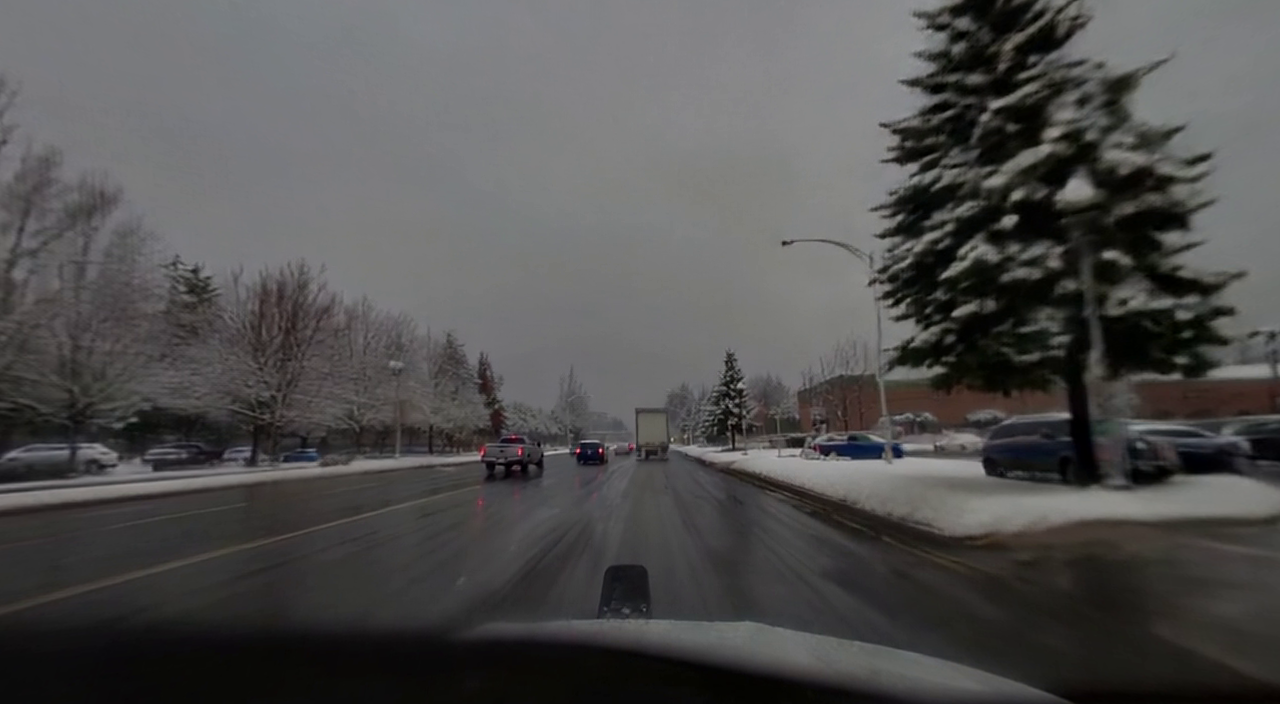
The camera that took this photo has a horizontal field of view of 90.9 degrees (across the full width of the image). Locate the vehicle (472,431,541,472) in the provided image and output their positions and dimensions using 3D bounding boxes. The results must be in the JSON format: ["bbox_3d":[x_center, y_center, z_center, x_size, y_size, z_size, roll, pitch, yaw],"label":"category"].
[{"bbox_3d":[-6.632,5.043,32.013,2.149,1.893,5.187,-1,-8,2],"label":"vehicle"}]

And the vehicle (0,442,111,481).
[{"bbox_3d":[-34.070,6.147,35.534,6.393,2.108,2.467,-1,-9,4],"label":"vehicle"}]

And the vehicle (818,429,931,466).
[{"bbox_3d":[10.578,4.366,28.699,4.346,1.595,1.964,0,-9,0],"label":"vehicle"}]

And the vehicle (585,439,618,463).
[{"bbox_3d":[-2.822,7.457,47.652,2.114,1.663,4.381,0,-8,1],"label":"vehicle"}]

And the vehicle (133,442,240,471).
[{"bbox_3d":[-34.029,7.849,47.417,6.188,2.110,2.333,0,-9,2],"label":"vehicle"}]

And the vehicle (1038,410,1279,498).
[{"bbox_3d":[11.326,2.114,13.144,4.655,1.688,1.876,-1,-9,2],"label":"vehicle"}]
